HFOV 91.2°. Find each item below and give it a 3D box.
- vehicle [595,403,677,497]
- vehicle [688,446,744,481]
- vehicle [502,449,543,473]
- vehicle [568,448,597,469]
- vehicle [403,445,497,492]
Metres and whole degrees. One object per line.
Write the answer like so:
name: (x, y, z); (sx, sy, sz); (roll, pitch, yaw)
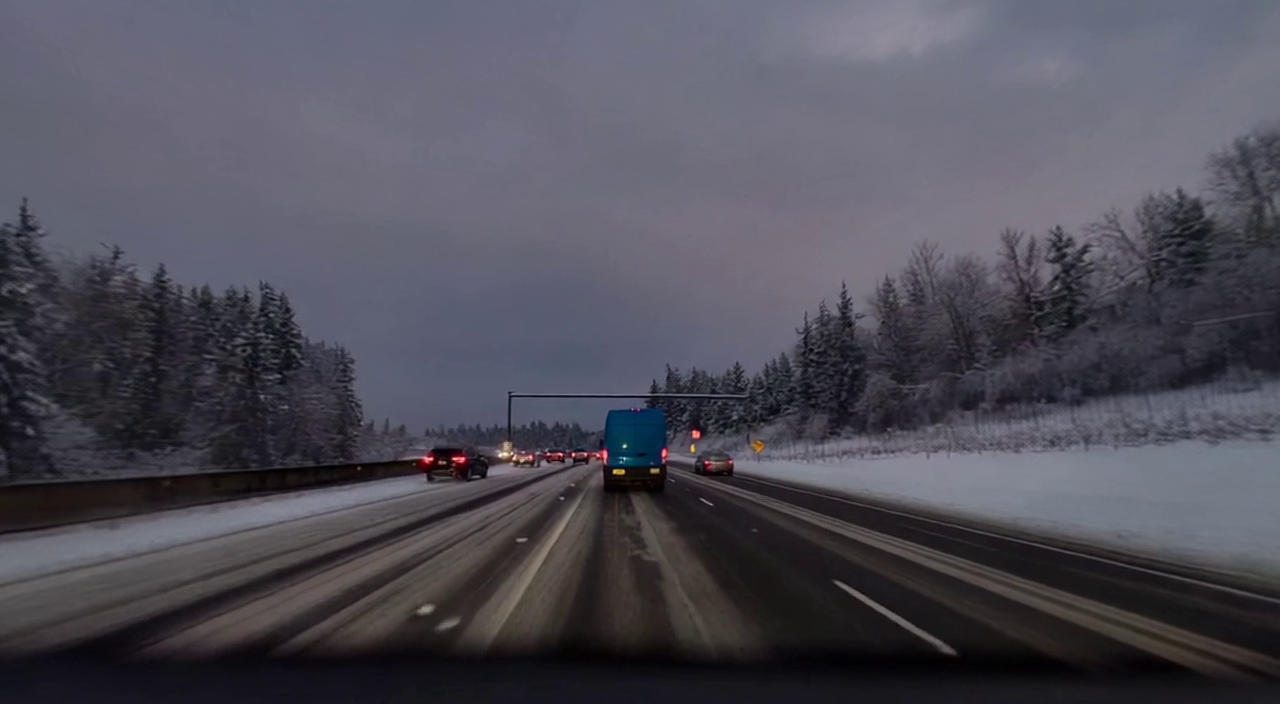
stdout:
vehicle: (-0.223, 3.100, 19.909); (2.268, 2.551, 5.144); (0, -9, -3)
vehicle: (3.472, 5.218, 29.563); (2.015, 1.491, 4.732); (0, -9, -1)
vehicle: (-7.635, 7.099, 41.050); (2.026, 1.506, 4.102); (0, -9, -2)
vehicle: (-4.440, 8.253, 48.800); (2.002, 1.536, 4.021); (0, -9, -2)
vehicle: (-6.785, 4.190, 22.911); (2.003, 1.498, 4.386); (0, -9, 0)
